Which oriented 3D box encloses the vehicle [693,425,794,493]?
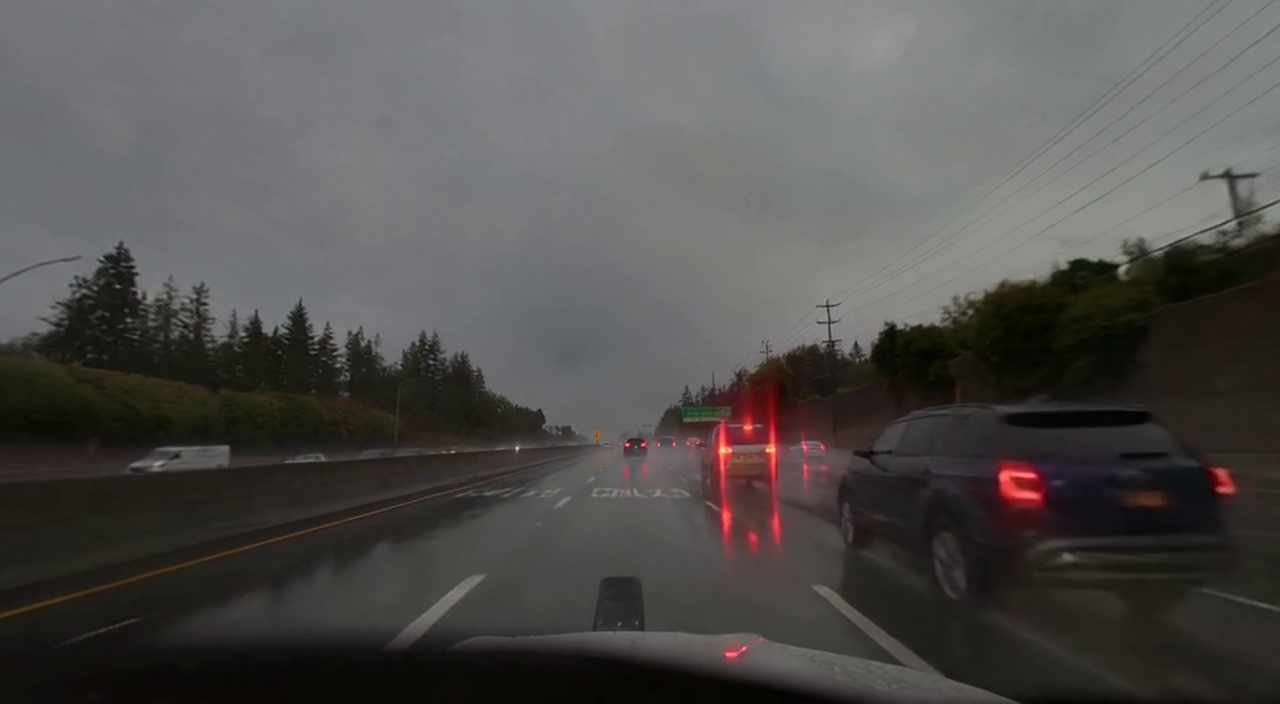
[{"bbox_3d":[3.006,3.255,19.508,2.152,1.821,4.853,0,-8,-2],"label":"vehicle"}]

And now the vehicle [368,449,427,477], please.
[{"bbox_3d":[-15.489,7.092,40.492,1.995,1.664,4.401,0,-8,0],"label":"vehicle"}]

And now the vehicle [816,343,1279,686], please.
[{"bbox_3d":[3.451,1.228,5.916,2.095,1.886,4.727,0,-8,-1],"label":"vehicle"}]

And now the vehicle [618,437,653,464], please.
[{"bbox_3d":[-0.340,6.862,43.971,2.314,1.796,4.254,0,-8,-1],"label":"vehicle"}]

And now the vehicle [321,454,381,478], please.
[{"bbox_3d":[-19.099,7.547,41.874,1.873,1.469,4.550,0,-8,0],"label":"vehicle"}]

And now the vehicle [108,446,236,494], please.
[{"bbox_3d":[-23.375,5.855,31.832,2.250,2.140,5.580,0,-8,-1],"label":"vehicle"}]
